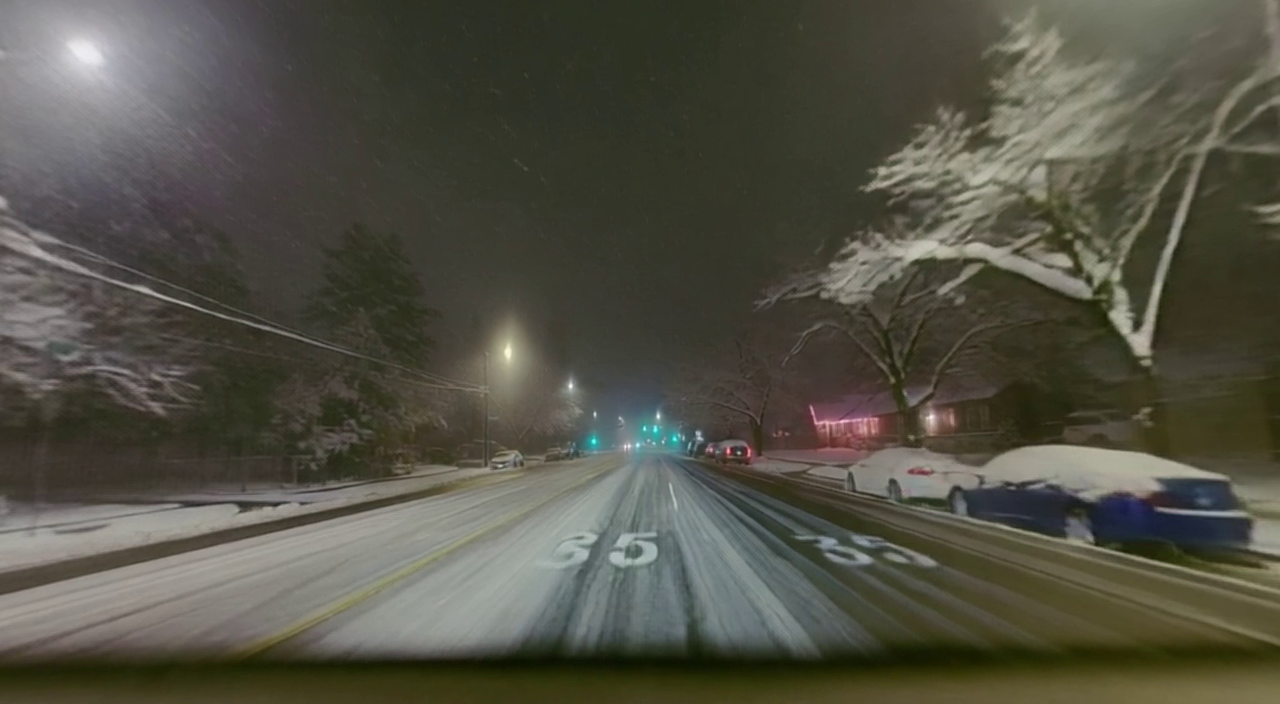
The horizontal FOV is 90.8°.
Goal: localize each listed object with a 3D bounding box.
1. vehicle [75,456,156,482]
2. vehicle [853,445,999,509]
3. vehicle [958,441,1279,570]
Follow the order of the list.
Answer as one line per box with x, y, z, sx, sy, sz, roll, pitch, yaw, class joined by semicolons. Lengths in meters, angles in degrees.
-32.847;7.302;39.706;1.736;1.437;3.766;0;-8;1;vehicle
7.168;3.133;16.415;1.854;1.425;4.316;0;-8;2;vehicle
6.997;2.101;9.561;2.001;1.454;4.494;0;-8;0;vehicle
